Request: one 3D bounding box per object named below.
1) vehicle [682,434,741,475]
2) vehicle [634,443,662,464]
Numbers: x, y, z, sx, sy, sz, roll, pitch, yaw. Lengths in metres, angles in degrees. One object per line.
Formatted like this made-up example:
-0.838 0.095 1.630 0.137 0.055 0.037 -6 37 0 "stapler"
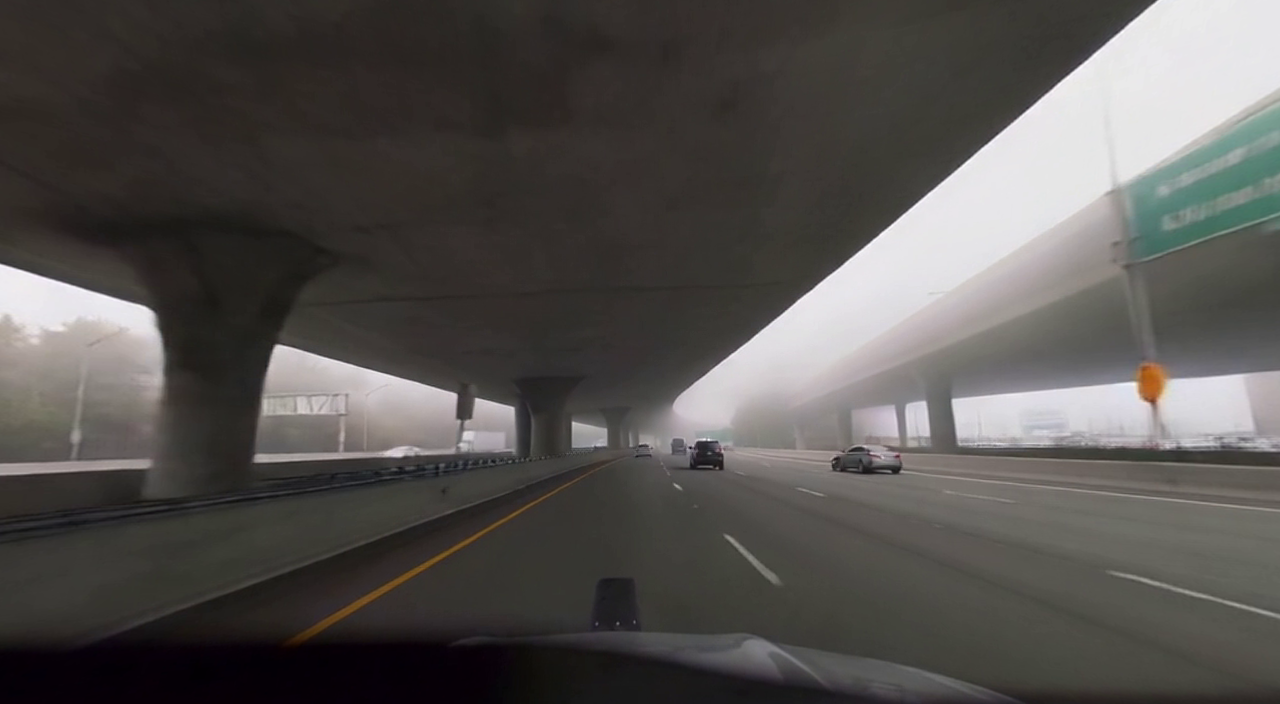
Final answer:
3.354 4.930 30.616 2.226 1.779 4.835 0 -9 -1 "vehicle"
0.597 7.541 47.066 2.046 1.475 3.784 0 -8 1 "vehicle"
